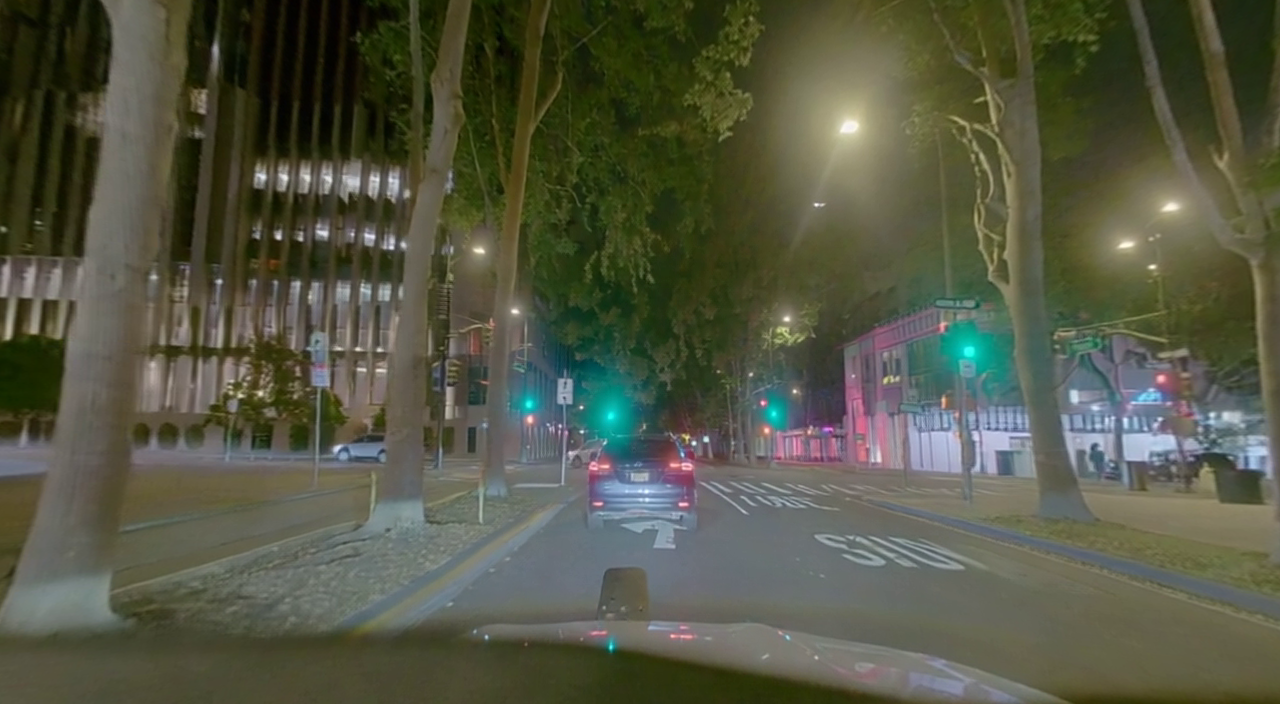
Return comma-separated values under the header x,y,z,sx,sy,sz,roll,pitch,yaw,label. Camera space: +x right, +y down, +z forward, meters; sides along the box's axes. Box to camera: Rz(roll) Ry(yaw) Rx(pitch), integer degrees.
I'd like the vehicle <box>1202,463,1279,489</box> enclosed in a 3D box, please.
x,y,z,sx,sy,sz,roll,pitch,yaw,label
36.192,7.248,37.046,4.457,1.409,1.873,0,-8,1,vehicle

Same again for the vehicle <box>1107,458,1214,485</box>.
x,y,z,sx,sy,sz,roll,pitch,yaw,label
30.453,7.000,36.963,4.668,1.441,1.904,0,-8,-4,vehicle

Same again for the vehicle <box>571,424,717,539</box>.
x,y,z,sx,sy,sz,roll,pitch,yaw,label
0.106,2.133,10.951,2.079,1.621,3.861,-1,-8,2,vehicle
